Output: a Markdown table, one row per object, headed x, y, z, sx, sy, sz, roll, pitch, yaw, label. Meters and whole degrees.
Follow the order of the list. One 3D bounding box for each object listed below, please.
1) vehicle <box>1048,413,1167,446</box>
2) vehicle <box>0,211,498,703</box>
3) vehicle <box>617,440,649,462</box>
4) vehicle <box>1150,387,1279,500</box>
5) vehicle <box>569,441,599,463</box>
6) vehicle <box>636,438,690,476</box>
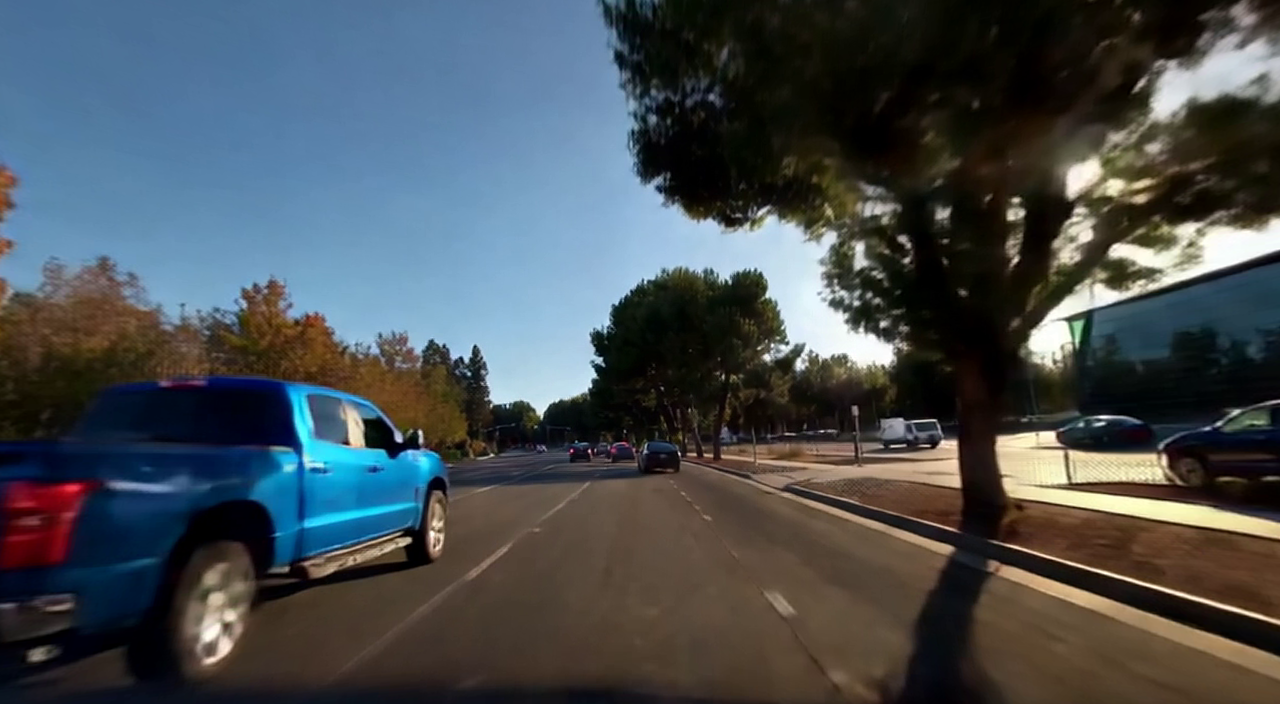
| x | y | z | sx | sy | sz | roll | pitch | yaw | label |
| --- | --- | --- | --- | --- | --- | --- | --- | --- | --- |
| 23.366 | 3.943 | 31.751 | 4.588 | 1.525 | 1.979 | -6 | -10 | 32 | vehicle |
| -3.014 | 1.004 | 4.432 | 2.512 | 1.992 | 5.725 | -1 | -9 | 2 | vehicle |
| -0.551 | 7.028 | 44.841 | 2.047 | 1.502 | 3.873 | 0 | -9 | -4 | vehicle |
| 11.982 | 1.572 | 10.848 | 2.131 | 1.909 | 4.927 | 0 | -9 | -1 | vehicle |
| -3.939 | 7.063 | 44.529 | 2.018 | 1.458 | 4.350 | 0 | -9 | -4 | vehicle |
| 0.926 | 4.611 | 27.911 | 2.142 | 1.528 | 4.133 | 0 | -9 | -2 | vehicle |
